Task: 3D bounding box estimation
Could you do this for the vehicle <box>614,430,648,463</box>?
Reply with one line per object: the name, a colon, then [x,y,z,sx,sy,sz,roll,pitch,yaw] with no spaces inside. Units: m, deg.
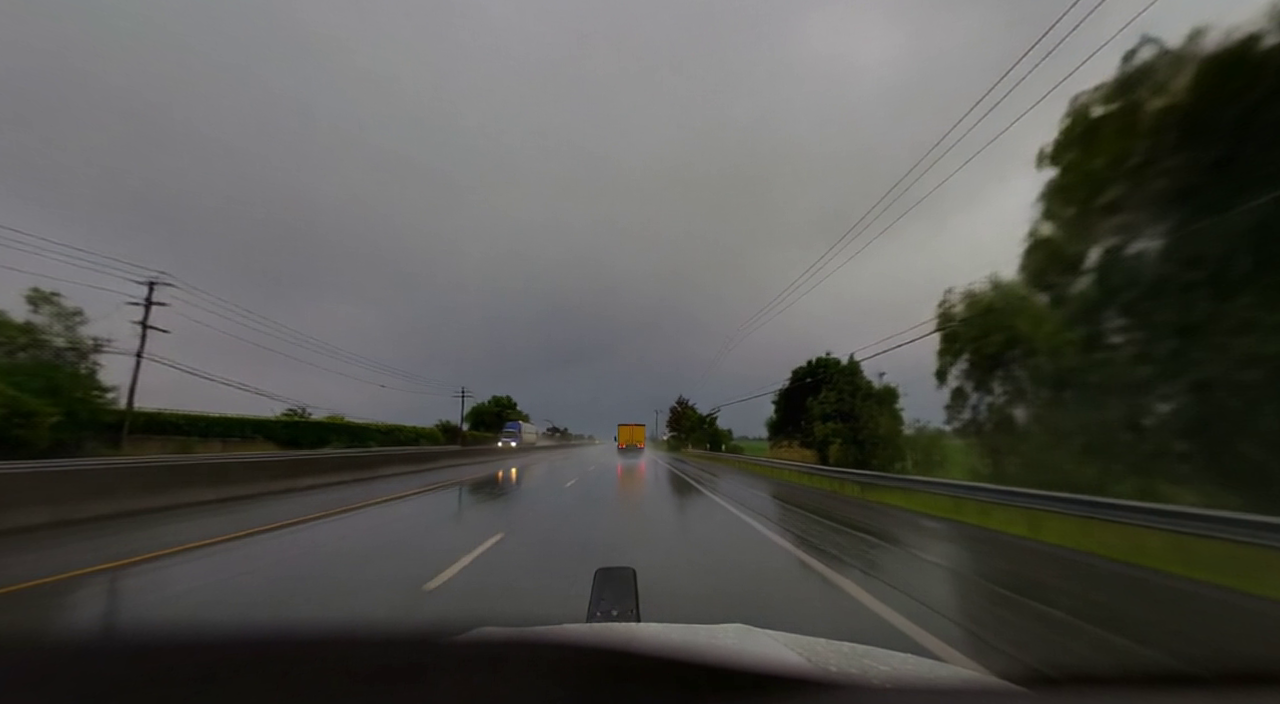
vehicle: [-0.664,6.534,43.620,2.240,2.129,4.480,0,-8,-2]
